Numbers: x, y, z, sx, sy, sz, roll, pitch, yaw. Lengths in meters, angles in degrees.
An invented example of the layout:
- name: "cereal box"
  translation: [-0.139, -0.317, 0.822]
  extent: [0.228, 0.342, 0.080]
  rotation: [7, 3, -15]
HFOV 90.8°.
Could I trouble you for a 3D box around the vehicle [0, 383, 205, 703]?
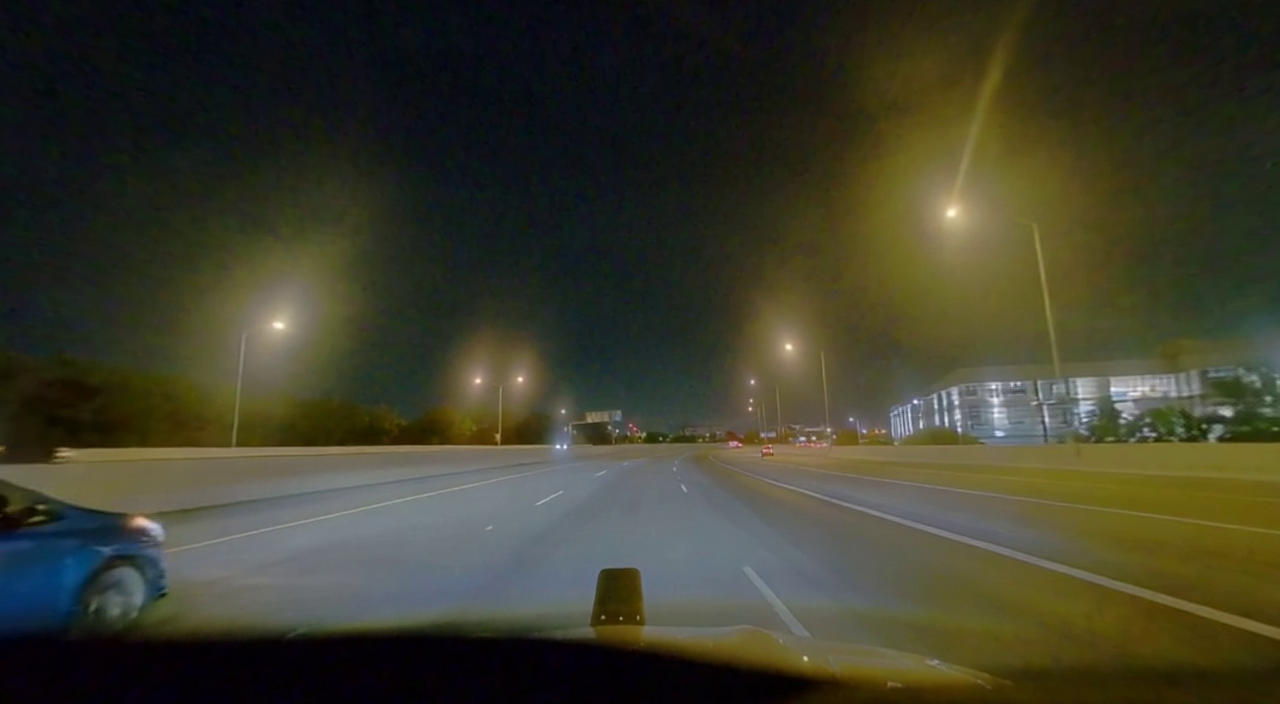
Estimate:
- name: "vehicle"
  translation: [-3.970, 0.775, 1.763]
  extent: [2.087, 1.566, 4.756]
  rotation: [0, -8, 0]
